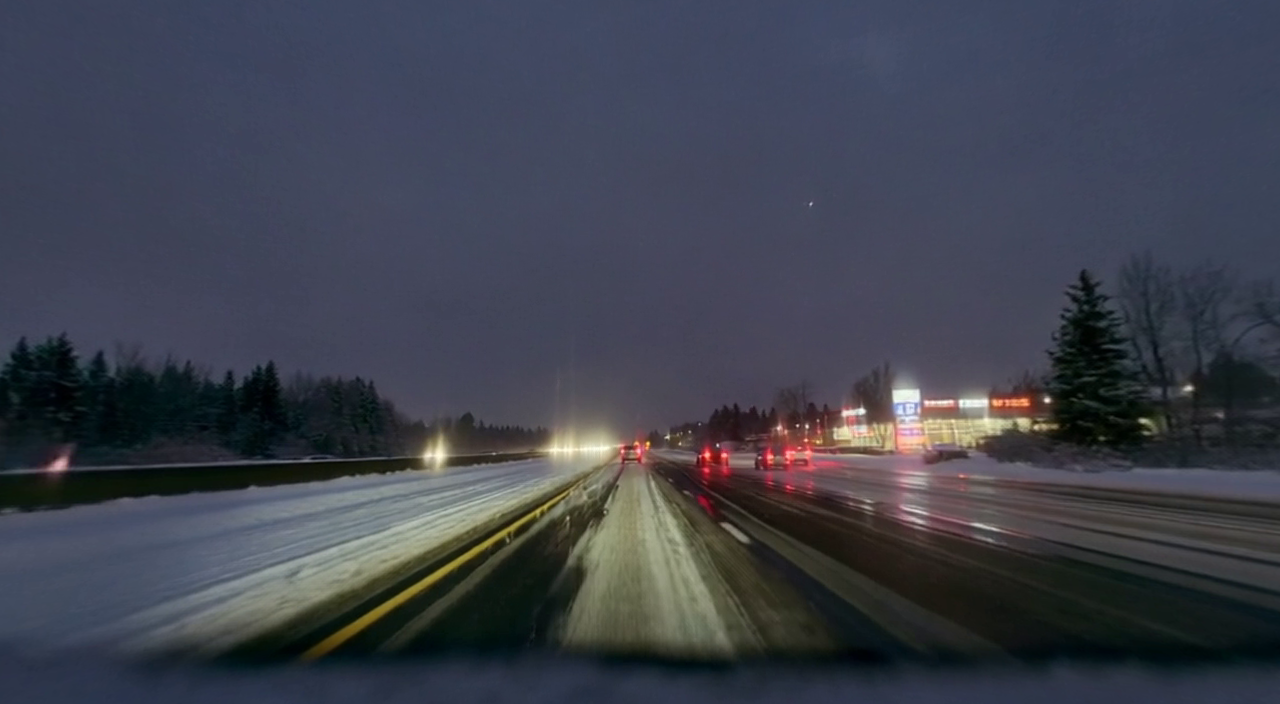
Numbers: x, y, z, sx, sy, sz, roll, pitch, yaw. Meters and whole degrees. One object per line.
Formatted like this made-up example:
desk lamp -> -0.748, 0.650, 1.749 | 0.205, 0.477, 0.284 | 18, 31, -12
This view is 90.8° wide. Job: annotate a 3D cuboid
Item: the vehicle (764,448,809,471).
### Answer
vehicle -> 10.052, 7.370, 43.705 | 1.953, 1.473, 4.512 | 0, -9, -1
